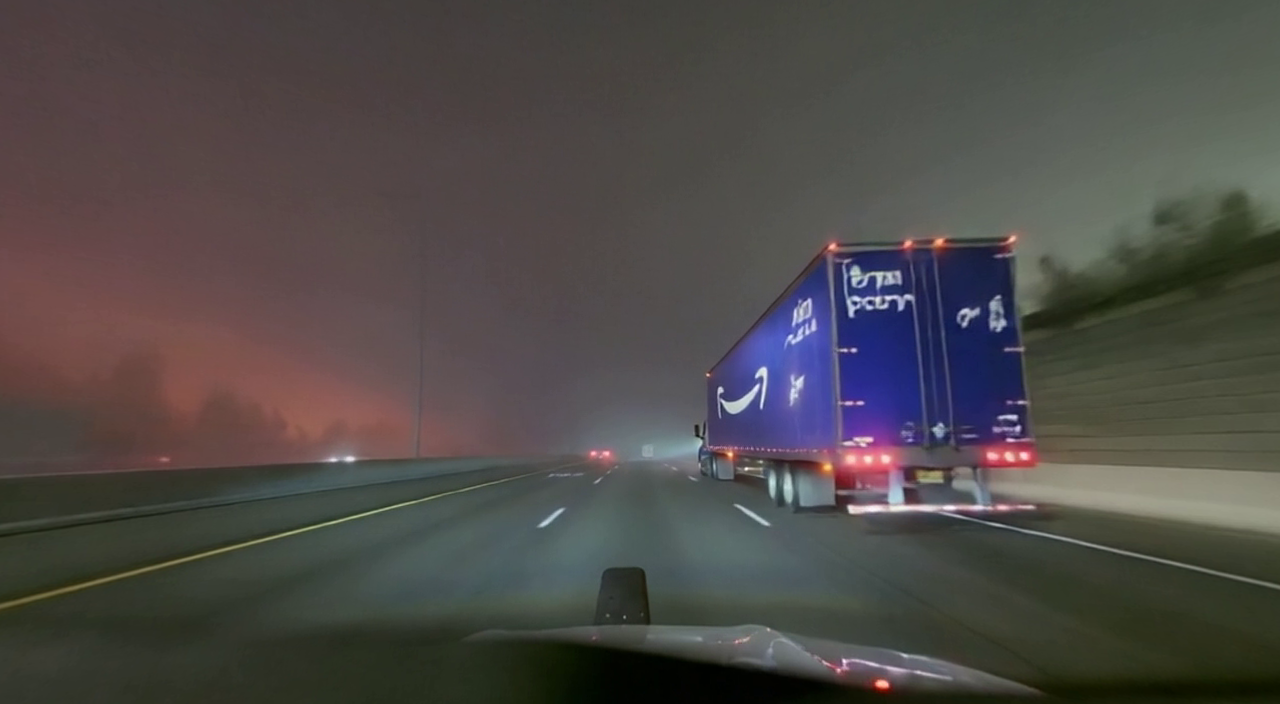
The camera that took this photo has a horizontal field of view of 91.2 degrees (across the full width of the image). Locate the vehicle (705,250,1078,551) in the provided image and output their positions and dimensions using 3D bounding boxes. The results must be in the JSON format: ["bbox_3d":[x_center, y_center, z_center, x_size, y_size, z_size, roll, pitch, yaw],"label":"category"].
[{"bbox_3d":[4.165,1.851,16.907,2.928,4.021,17.190,0,-9,0],"label":"vehicle"}]
